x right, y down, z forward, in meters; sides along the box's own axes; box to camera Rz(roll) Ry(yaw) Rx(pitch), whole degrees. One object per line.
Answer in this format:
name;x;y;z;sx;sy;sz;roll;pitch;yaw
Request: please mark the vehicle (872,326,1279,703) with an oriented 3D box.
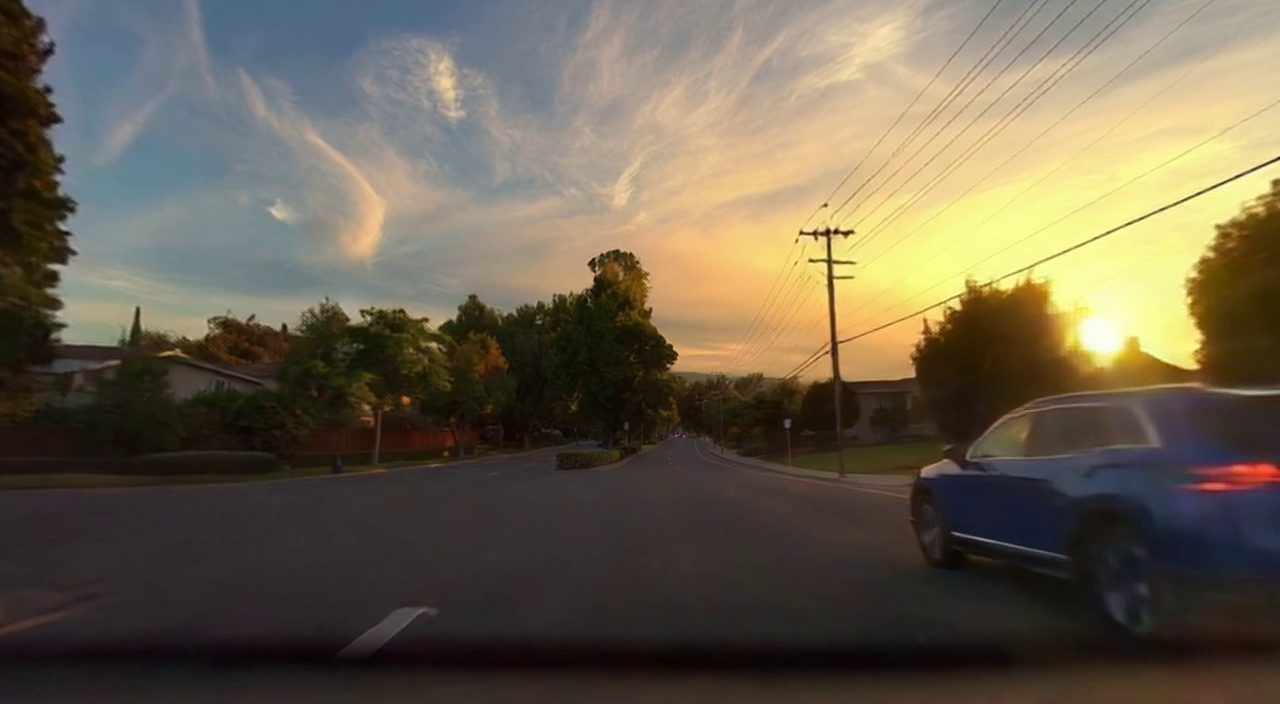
vehicle;3.812;1.120;4.906;2.193;1.777;4.772;0;-9;0
